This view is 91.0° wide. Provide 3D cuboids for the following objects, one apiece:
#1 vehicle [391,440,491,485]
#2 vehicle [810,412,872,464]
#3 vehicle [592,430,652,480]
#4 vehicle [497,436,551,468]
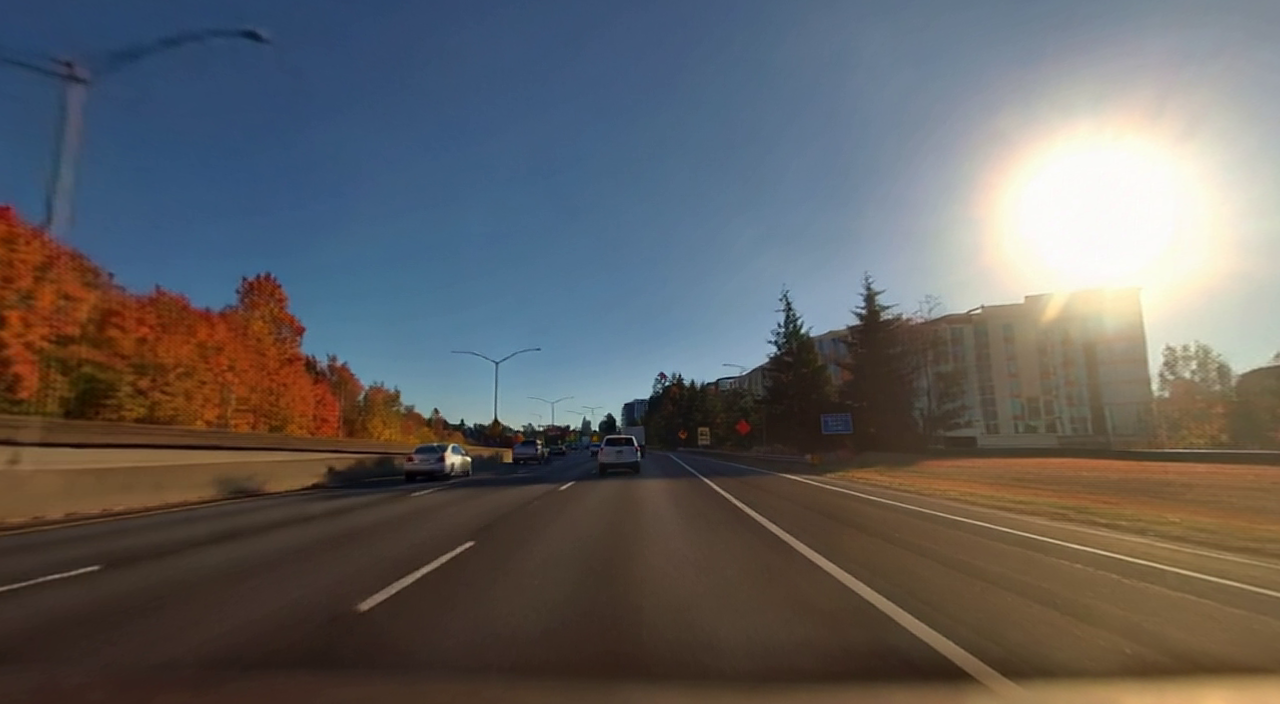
[{"bbox_3d":[-7.235,4.041,23.449,2.074,1.495,4.643,0,-9,2],"label":"vehicle"},{"bbox_3d":[14.524,6.260,45.749,2.879,3.559,4.020,0,-9,-3],"label":"vehicle"},{"bbox_3d":[-0.698,4.229,26.102,2.245,1.863,4.801,0,-9,0],"label":"vehicle"},{"bbox_3d":[-7.436,6.477,41.090,2.328,1.927,5.880,0,-9,1],"label":"vehicle"}]
